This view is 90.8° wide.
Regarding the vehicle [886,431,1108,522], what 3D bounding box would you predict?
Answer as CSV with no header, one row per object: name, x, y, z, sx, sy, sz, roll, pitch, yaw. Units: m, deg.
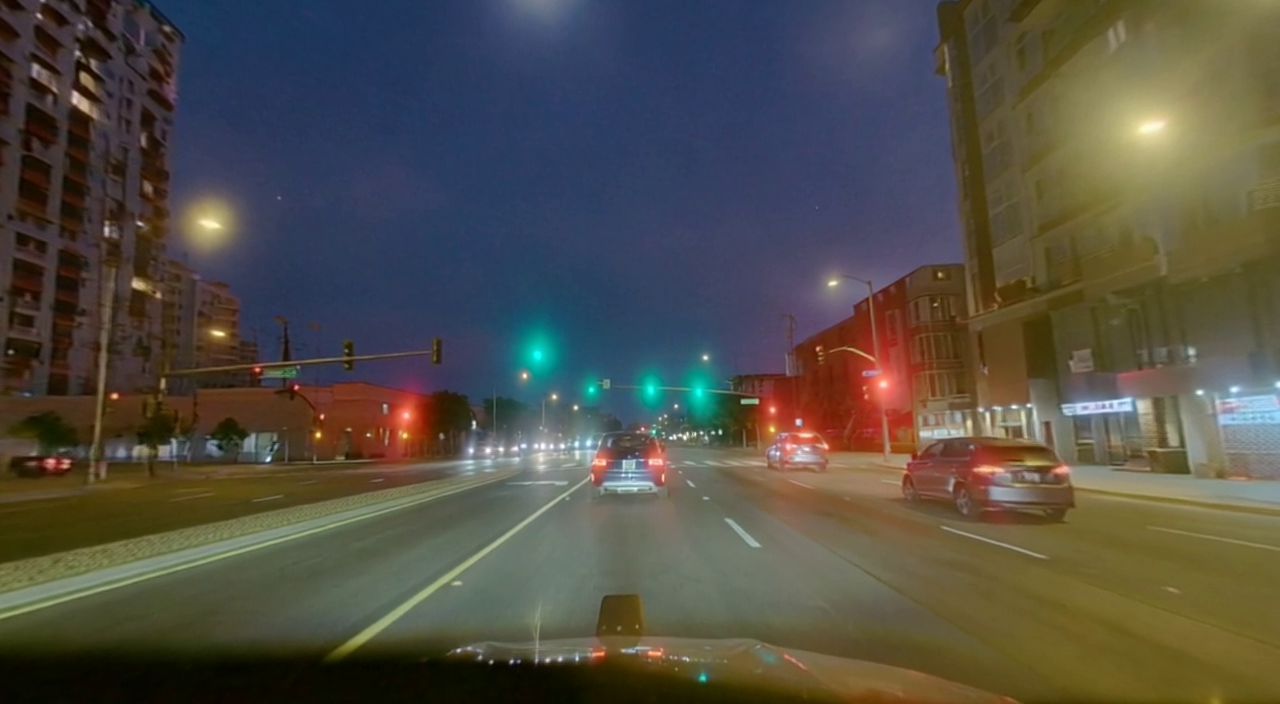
vehicle,6.453,2.281,12.095,1.768,1.417,4.213,0,-9,0

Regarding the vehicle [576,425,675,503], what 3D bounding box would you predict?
vehicle,-0.299,2.605,15.031,2.032,1.593,3.896,0,-9,0

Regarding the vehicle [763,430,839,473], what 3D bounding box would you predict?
vehicle,6.513,4.108,26.105,1.963,1.611,4.359,0,-9,-1
